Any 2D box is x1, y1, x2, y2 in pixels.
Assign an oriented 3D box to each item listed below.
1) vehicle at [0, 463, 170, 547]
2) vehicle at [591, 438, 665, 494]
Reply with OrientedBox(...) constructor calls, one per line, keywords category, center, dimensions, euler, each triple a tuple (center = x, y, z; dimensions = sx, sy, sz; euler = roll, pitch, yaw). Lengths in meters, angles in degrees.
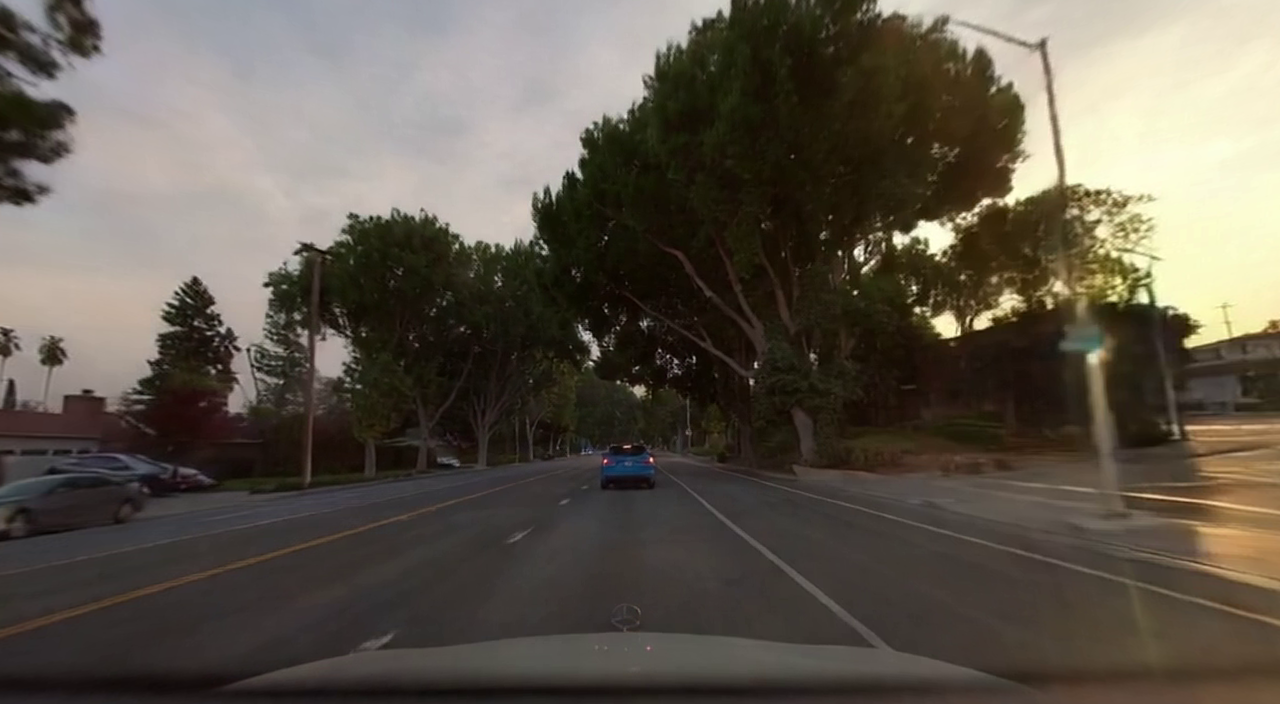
OrientedBox(category="vehicle", center=(-13.874, 3.619, 15.341), dimensions=(1.900, 1.596, 4.142), euler=(-3, -9, -3))
OrientedBox(category="vehicle", center=(-0.383, 3.682, 20.752), dimensions=(2.181, 1.639, 4.127), euler=(0, -9, -1))
